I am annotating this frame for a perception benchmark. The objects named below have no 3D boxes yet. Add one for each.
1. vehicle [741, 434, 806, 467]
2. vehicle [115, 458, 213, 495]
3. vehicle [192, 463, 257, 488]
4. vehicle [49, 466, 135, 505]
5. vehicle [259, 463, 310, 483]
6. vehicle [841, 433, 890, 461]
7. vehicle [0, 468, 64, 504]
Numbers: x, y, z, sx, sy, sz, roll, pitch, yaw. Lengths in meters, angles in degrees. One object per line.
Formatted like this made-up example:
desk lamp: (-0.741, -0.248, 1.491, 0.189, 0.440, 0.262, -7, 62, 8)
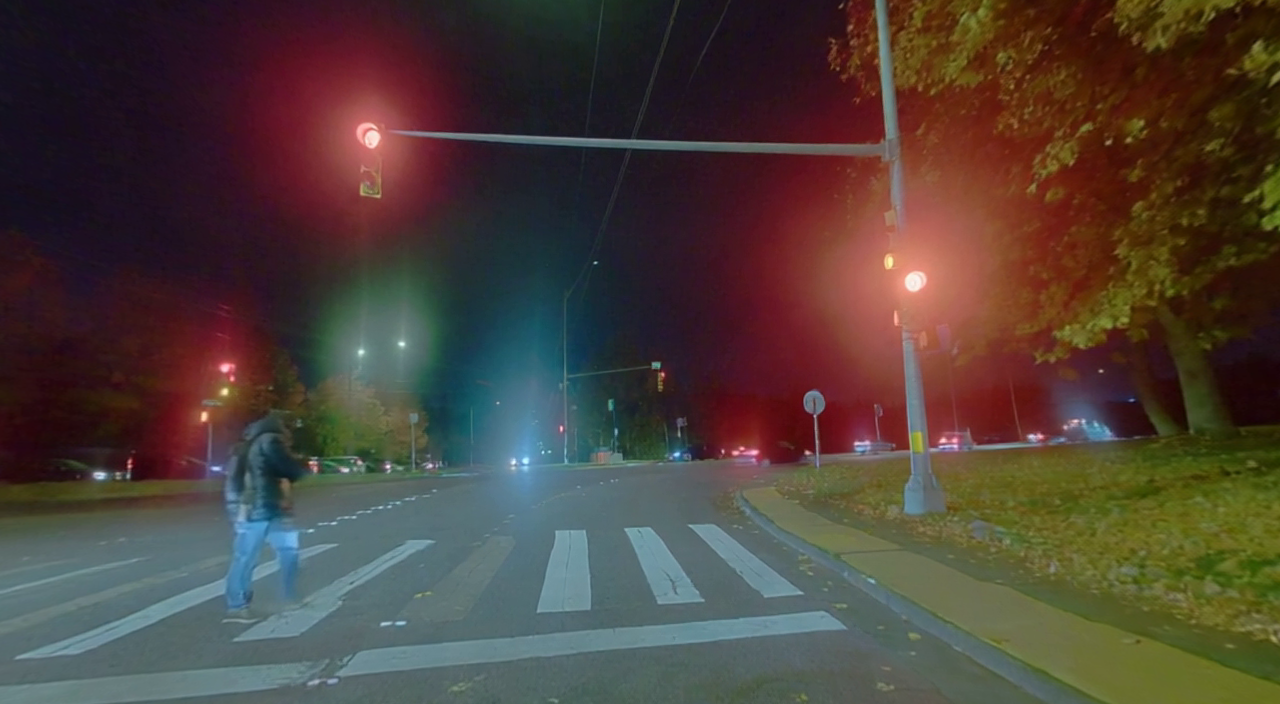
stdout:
vehicle: (8.268, 6.020, 38.484, 2.036, 1.849, 4.811, -7, -11, 36)
vehicle: (-27.835, 7.271, 36.906, 2.064, 1.913, 5.081, 0, -9, -4)
vehicle: (-28.547, 8.475, 43.167, 1.768, 1.465, 3.972, 0, -9, -1)
vehicle: (-25.429, 6.155, 29.248, 1.694, 1.528, 4.225, 3, -9, -23)
vehicle: (-28.143, 9.585, 49.745, 1.776, 1.452, 3.920, 0, -9, 0)
vehicle: (16.694, 7.026, 46.349, 1.942, 1.920, 4.263, -8, -11, 39)
vehicle: (-30.339, 6.450, 30.338, 1.800, 1.520, 3.968, 2, -9, -14)
